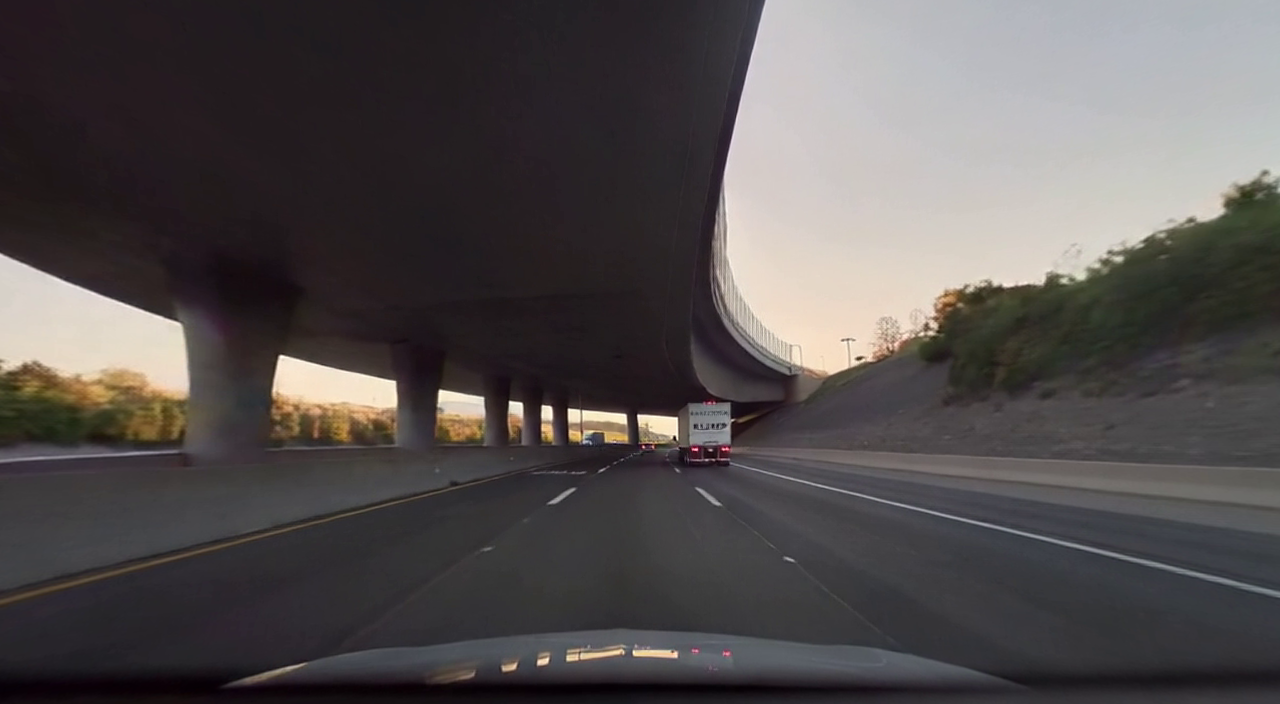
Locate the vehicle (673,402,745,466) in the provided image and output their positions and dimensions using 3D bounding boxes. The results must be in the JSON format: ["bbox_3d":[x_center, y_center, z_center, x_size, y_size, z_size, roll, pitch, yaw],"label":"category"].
[{"bbox_3d":[4.187,5.430,41.206,3.306,3.531,11.717,0,-8,0],"label":"vehicle"}]
